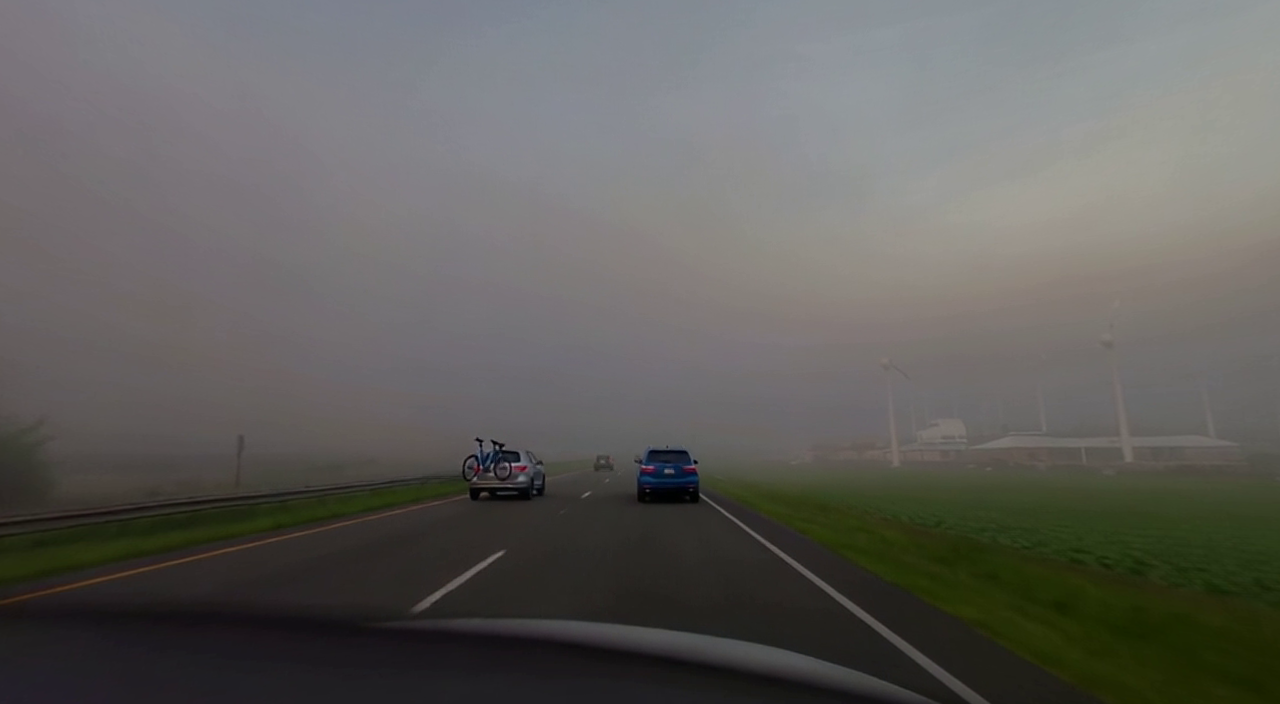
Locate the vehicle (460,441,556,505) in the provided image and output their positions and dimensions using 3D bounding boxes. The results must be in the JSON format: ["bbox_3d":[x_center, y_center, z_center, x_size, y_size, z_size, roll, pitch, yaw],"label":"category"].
[{"bbox_3d":[-3.845,3.583,19.071,1.962,1.681,4.033,0,-9,1],"label":"vehicle"}]

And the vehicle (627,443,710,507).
[{"bbox_3d":[0.705,3.421,17.891,2.063,1.582,3.955,0,-9,0],"label":"vehicle"}]
